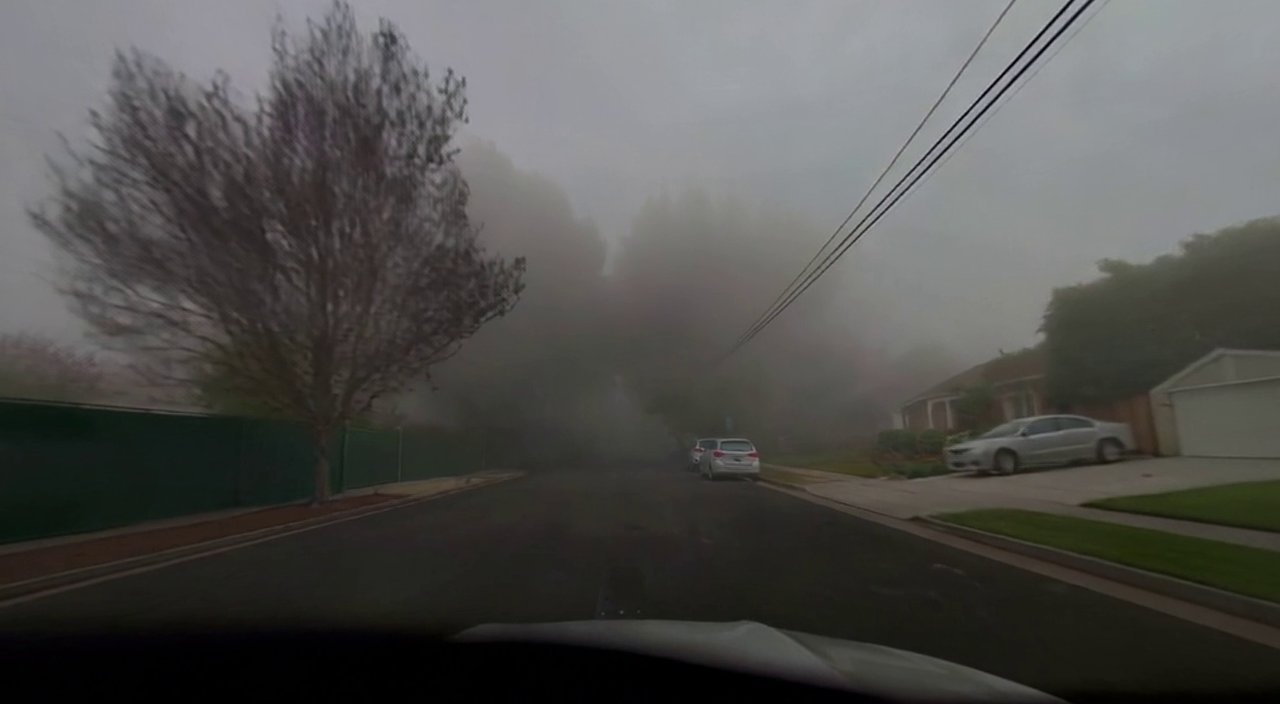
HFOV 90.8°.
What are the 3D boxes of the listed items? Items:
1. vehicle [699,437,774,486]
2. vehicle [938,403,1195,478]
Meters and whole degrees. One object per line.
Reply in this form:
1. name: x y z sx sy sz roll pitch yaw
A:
1. vehicle: 3.578 4.173 24.449 2.122 1.673 4.876 0 -9 0
2. vehicle: 10.879 2.307 16.468 5.046 1.800 2.201 0 -8 0
